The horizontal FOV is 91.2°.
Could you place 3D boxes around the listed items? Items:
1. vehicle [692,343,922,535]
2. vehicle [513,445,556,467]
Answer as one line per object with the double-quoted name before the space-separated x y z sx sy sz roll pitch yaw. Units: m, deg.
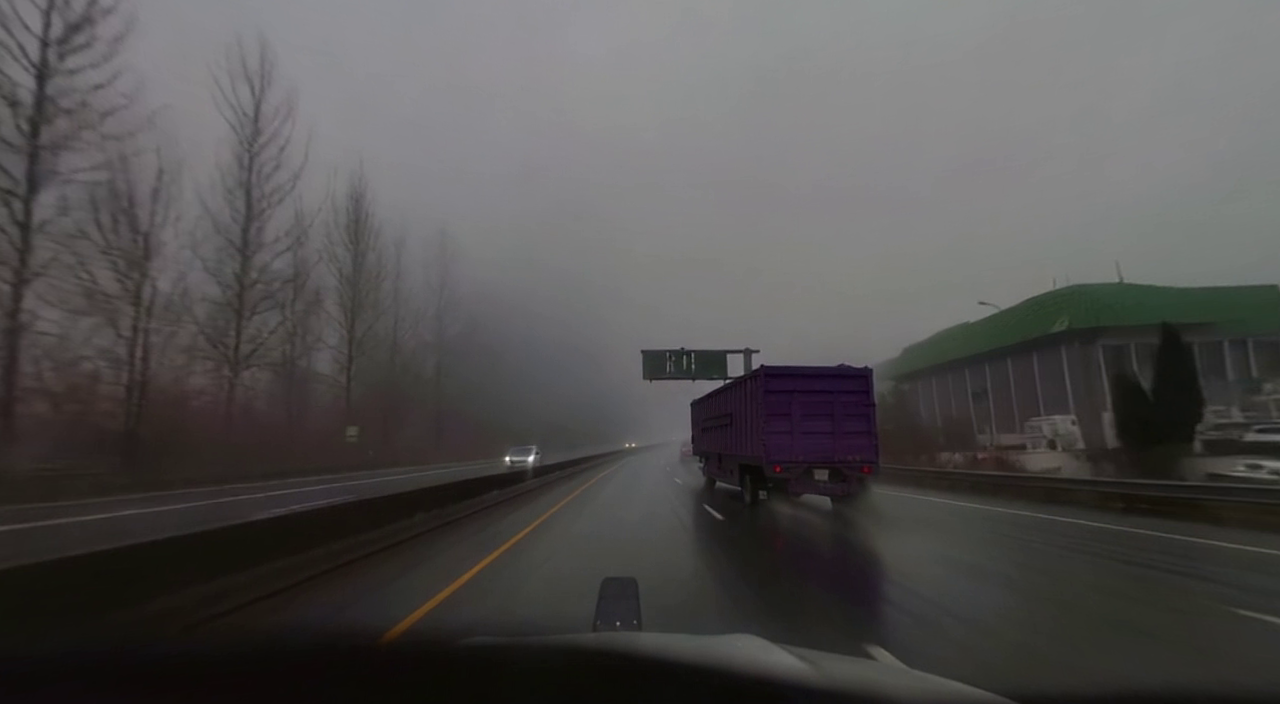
"vehicle" 3.700 2.687 18.952 2.916 3.563 14.462 0 -9 0
"vehicle" -7.749 7.699 46.495 1.962 1.539 4.572 -1 -9 5
